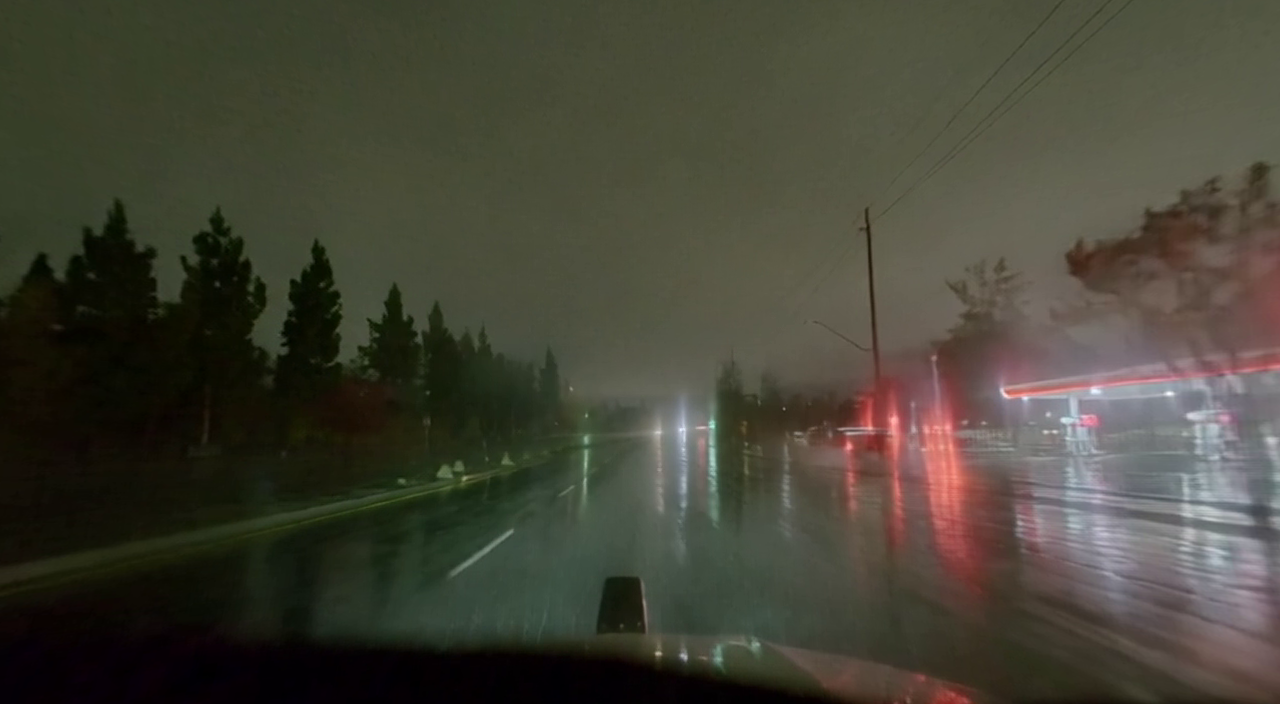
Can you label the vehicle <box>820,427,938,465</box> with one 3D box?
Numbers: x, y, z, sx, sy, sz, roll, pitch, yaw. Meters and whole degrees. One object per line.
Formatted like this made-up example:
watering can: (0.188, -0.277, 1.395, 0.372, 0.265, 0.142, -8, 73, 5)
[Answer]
vehicle: (10.685, 4.237, 28.477, 4.476, 1.629, 1.953, 0, -8, 0)
